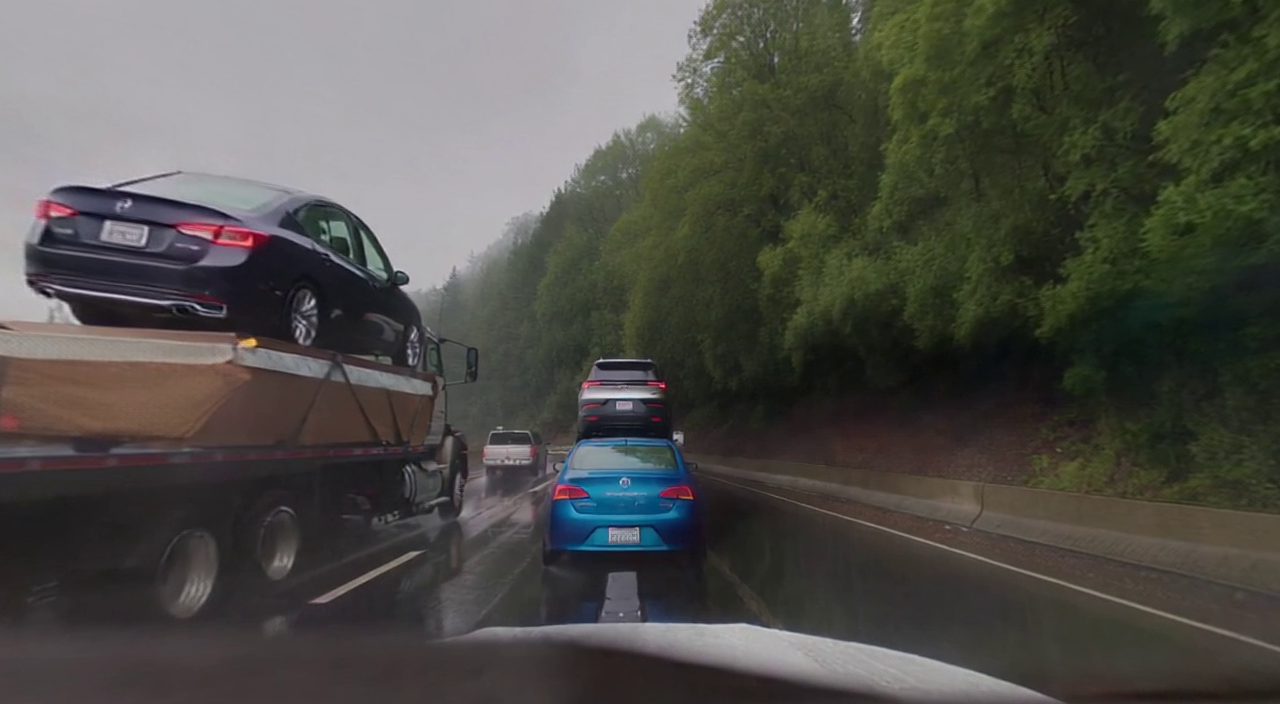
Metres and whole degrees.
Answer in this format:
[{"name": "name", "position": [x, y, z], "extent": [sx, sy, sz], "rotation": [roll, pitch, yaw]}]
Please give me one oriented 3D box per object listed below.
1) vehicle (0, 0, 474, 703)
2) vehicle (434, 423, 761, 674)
[{"name": "vehicle", "position": [-4.566, 0.123, 4.735], "extent": [2.836, 4.059, 14.286], "rotation": [0, -9, 0]}, {"name": "vehicle", "position": [-0.277, 1.468, 5.634], "extent": [1.991, 1.507, 3.391], "rotation": [0, -9, -1]}]
